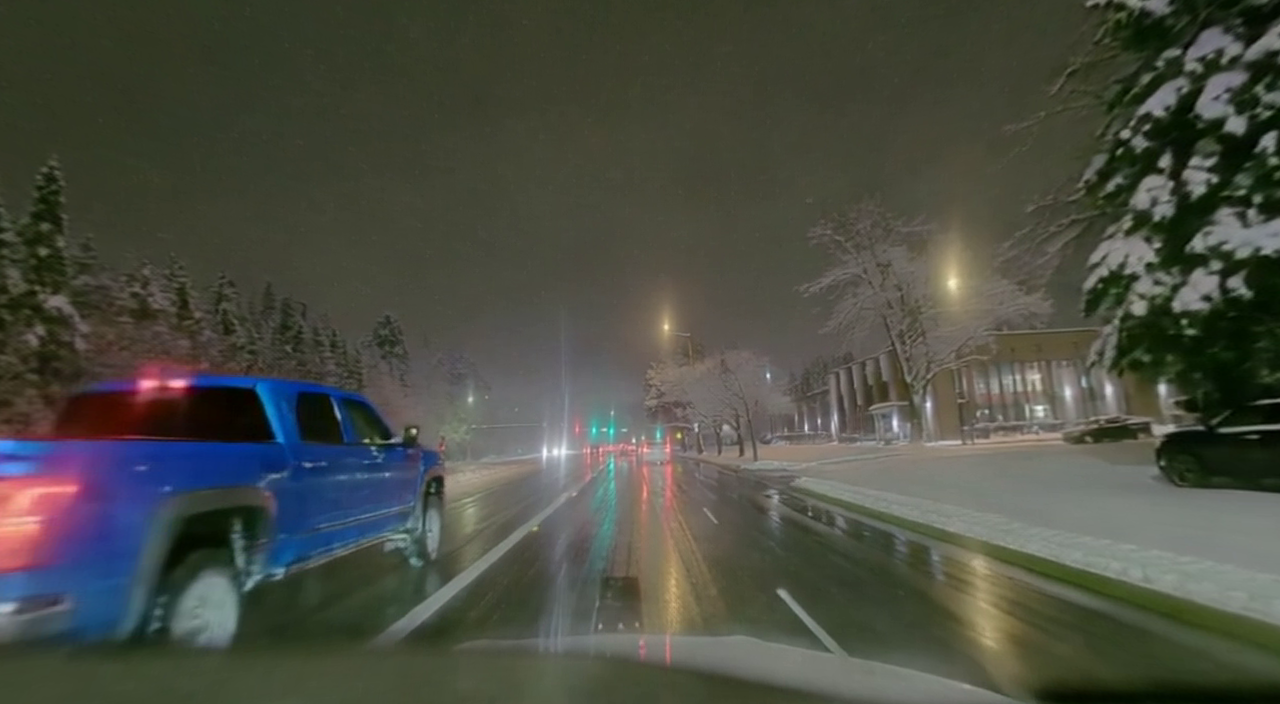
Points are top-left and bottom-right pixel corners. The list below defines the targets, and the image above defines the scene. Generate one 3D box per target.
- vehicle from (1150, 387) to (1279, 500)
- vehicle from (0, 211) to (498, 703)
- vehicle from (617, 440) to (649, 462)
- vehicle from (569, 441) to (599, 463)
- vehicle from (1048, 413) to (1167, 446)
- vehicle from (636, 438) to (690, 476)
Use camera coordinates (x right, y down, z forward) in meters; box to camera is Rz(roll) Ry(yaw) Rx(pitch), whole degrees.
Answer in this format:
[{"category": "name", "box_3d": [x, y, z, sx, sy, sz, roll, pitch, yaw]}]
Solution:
[{"category": "vehicle", "box_3d": [11.982, 1.572, 10.848, 2.131, 1.909, 4.927, 0, -9, -1]}, {"category": "vehicle", "box_3d": [-3.014, 1.004, 4.432, 2.512, 1.992, 5.725, -1, -9, 2]}, {"category": "vehicle", "box_3d": [-0.551, 7.028, 44.841, 2.047, 1.502, 3.873, 0, -9, -4]}, {"category": "vehicle", "box_3d": [-3.939, 7.063, 44.529, 2.018, 1.458, 4.350, 0, -9, -4]}, {"category": "vehicle", "box_3d": [23.366, 3.943, 31.751, 4.588, 1.525, 1.979, -6, -10, 32]}, {"category": "vehicle", "box_3d": [0.926, 4.611, 27.911, 2.142, 1.528, 4.133, 0, -9, -2]}]
